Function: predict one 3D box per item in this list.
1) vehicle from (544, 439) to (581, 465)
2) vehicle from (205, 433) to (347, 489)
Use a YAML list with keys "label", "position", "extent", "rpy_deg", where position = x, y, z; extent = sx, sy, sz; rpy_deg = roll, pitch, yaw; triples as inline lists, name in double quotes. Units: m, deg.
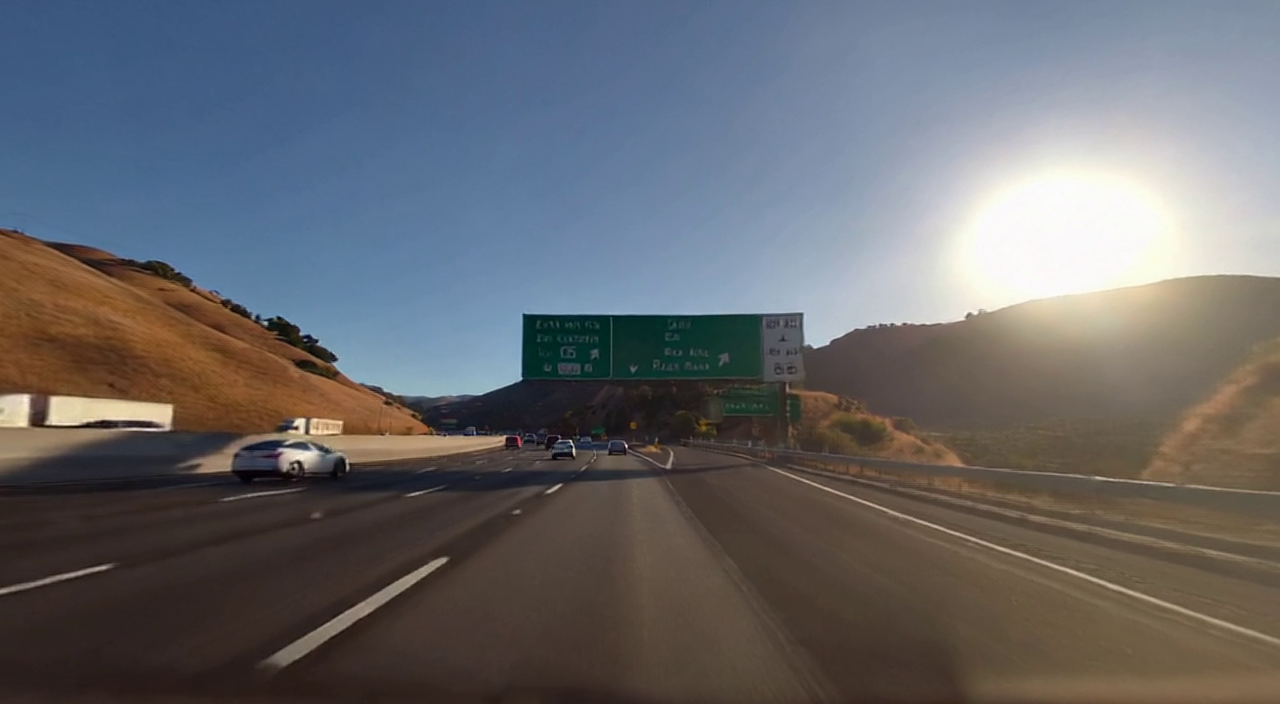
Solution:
- label: "vehicle"
  position: [-5.142, 6.691, 42.210]
  extent: [2.060, 1.631, 4.214]
  rpy_deg: [0, -9, -1]
- label: "vehicle"
  position: [-11.783, 3.550, 20.819]
  extent: [2.047, 1.645, 4.451]
  rpy_deg: [0, -8, -1]
